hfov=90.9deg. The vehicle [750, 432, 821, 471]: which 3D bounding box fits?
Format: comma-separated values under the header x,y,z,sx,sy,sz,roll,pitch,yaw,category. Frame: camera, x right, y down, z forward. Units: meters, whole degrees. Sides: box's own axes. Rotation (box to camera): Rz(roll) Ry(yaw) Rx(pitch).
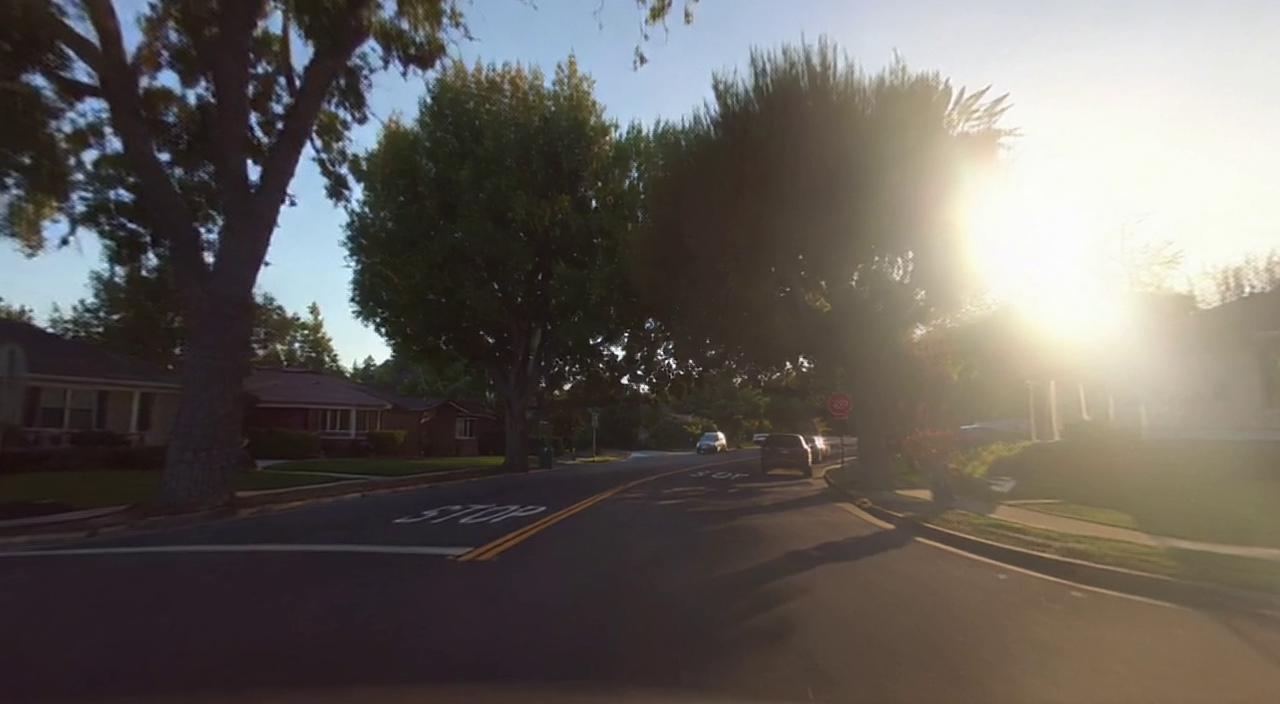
x,y,z,sx,sy,sz,roll,pitch,yaw,category
6.976,4.663,29.846,2.692,1.649,4.689,-3,-8,20,vehicle
